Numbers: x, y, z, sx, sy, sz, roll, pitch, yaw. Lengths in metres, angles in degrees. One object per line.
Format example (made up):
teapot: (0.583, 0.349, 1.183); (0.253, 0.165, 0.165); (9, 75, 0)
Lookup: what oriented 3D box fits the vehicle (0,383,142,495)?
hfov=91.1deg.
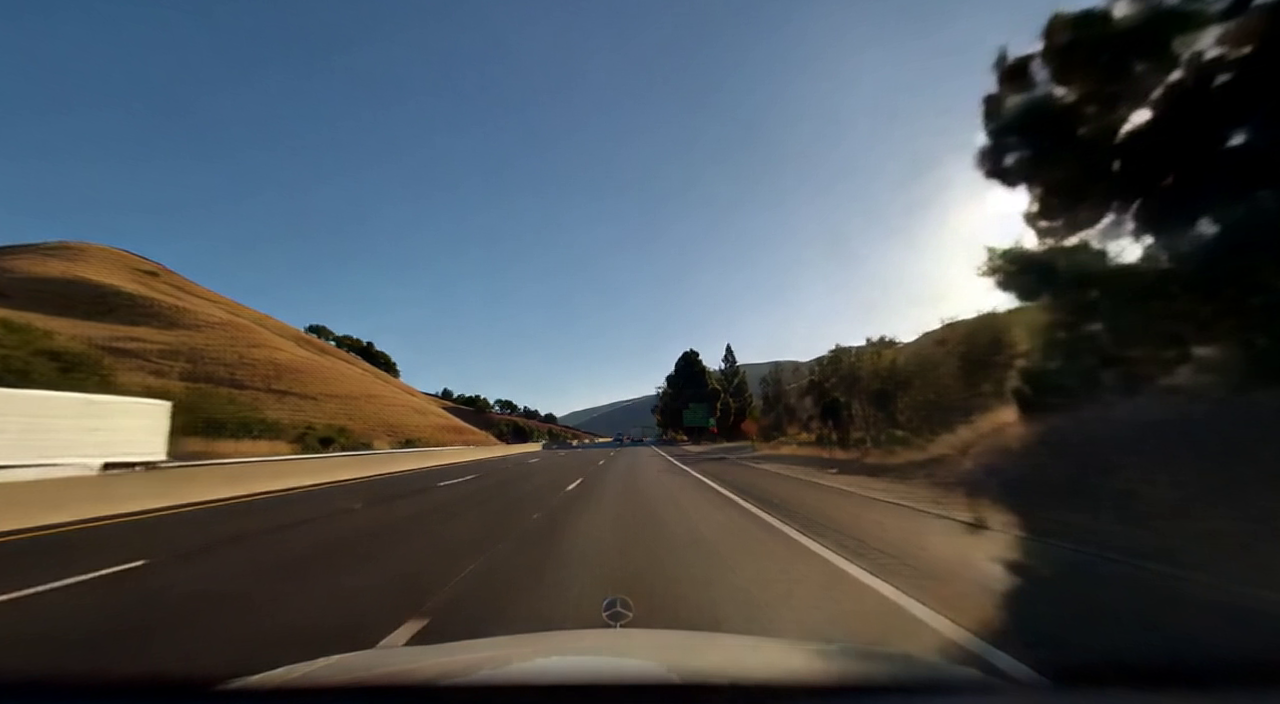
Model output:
vehicle: (-23.146, 2.933, 21.139); (3.093, 3.762, 12.209); (0, -8, -2)
